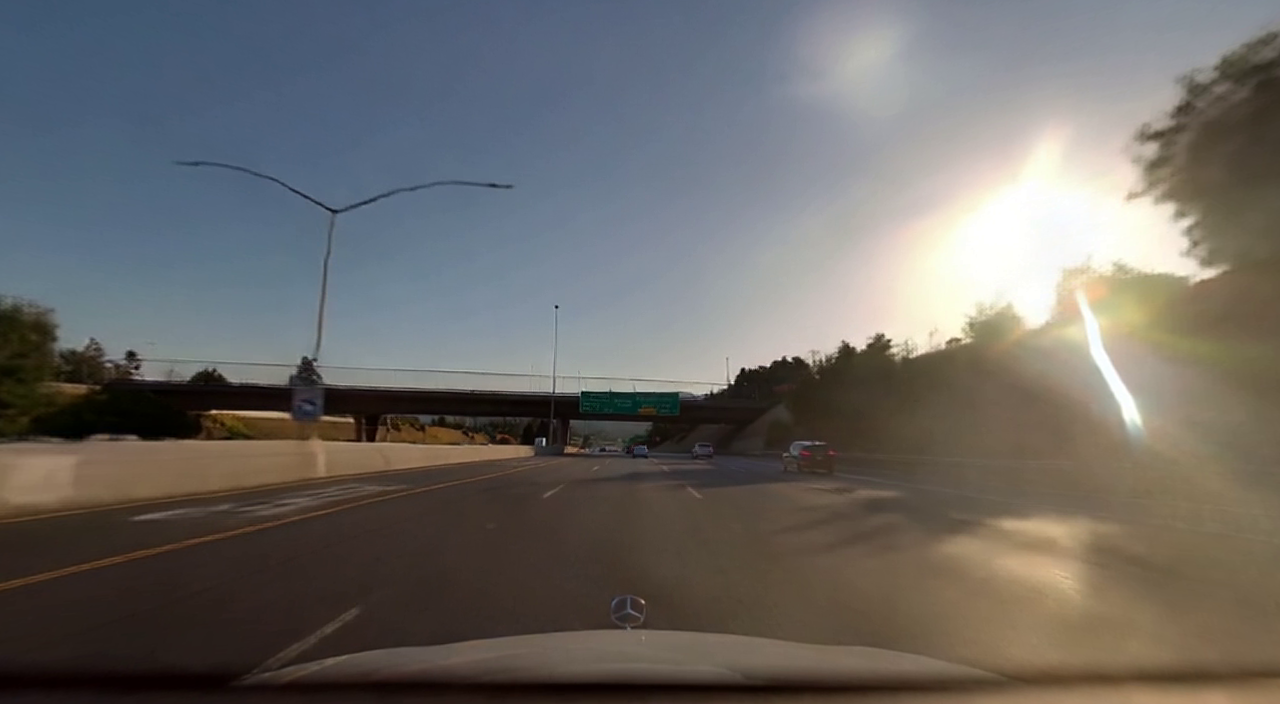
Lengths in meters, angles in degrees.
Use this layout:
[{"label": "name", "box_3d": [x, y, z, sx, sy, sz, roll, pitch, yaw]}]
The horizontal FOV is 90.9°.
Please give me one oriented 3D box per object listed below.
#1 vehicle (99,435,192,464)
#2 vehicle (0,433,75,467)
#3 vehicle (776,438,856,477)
[{"label": "vehicle", "box_3d": [-29.840, 5.891, 38.244, 1.953, 1.664, 4.513, 0, -8, 0]}, {"label": "vehicle", "box_3d": [-33.874, 5.317, 34.345, 2.000, 1.707, 4.481, 0, -8, -1]}, {"label": "vehicle", "box_3d": [7.560, 4.572, 27.603, 2.031, 1.524, 4.657, 1, -8, -2]}]
